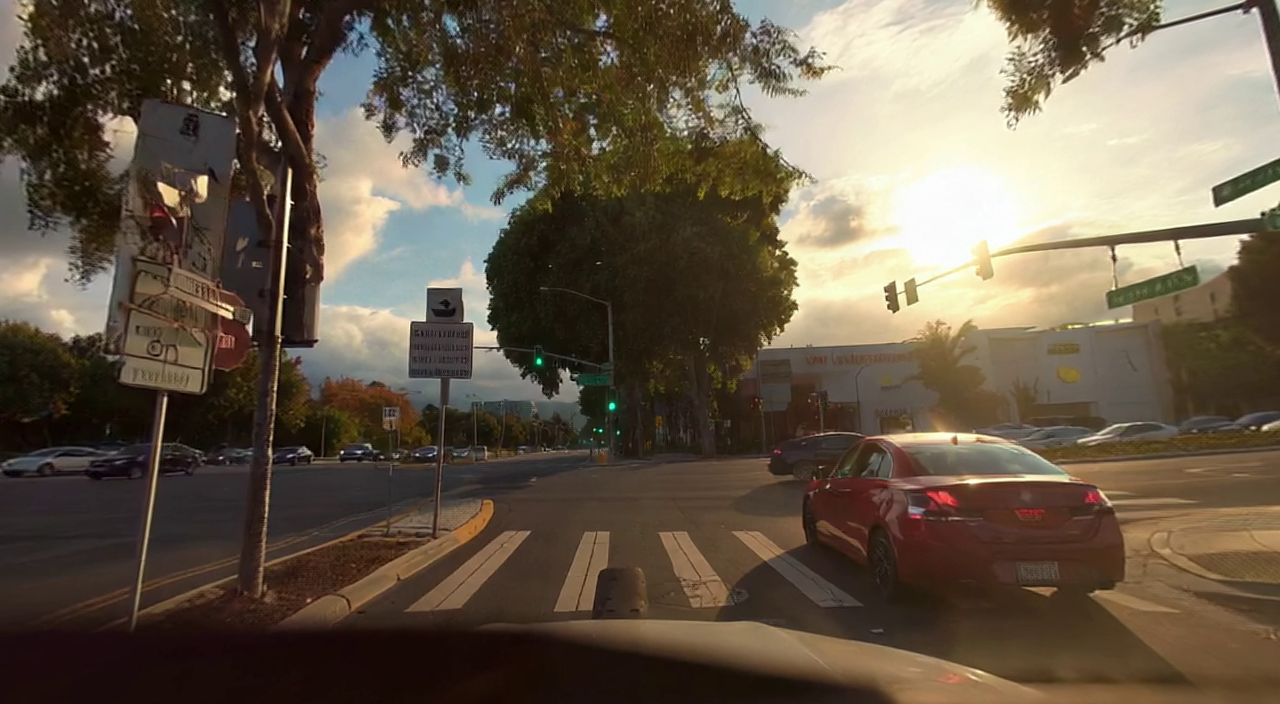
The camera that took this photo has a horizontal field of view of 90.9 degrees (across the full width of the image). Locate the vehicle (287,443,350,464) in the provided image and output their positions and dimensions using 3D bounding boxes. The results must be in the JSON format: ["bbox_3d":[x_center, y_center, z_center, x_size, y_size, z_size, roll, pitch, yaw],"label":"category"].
[{"bbox_3d":[-23.438,7.411,46.182,2.206,1.447,4.697,0,-8,-2],"label":"vehicle"}]

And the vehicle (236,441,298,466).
[{"bbox_3d":[-27.326,7.448,46.320,1.886,1.694,4.420,0,-8,-2],"label":"vehicle"}]

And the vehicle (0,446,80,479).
[{"bbox_3d":[-29.911,5.270,30.333,1.877,1.475,4.455,0,-8,-2],"label":"vehicle"}]

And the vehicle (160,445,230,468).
[{"bbox_3d":[-34.209,8.001,48.614,2.079,1.681,4.675,0,-8,-2],"label":"vehicle"}]

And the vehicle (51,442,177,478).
[{"bbox_3d":[-23.167,4.753,28.004,2.001,1.427,4.285,0,-8,-2],"label":"vehicle"}]

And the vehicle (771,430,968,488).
[{"bbox_3d":[6.926,3.294,19.517,5.260,1.657,2.026,0,-8,1],"label":"vehicle"}]

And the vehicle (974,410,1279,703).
[{"bbox_3d":[4.114,1.064,3.309,1.940,1.487,4.562,0,-8,-4],"label":"vehicle"}]
